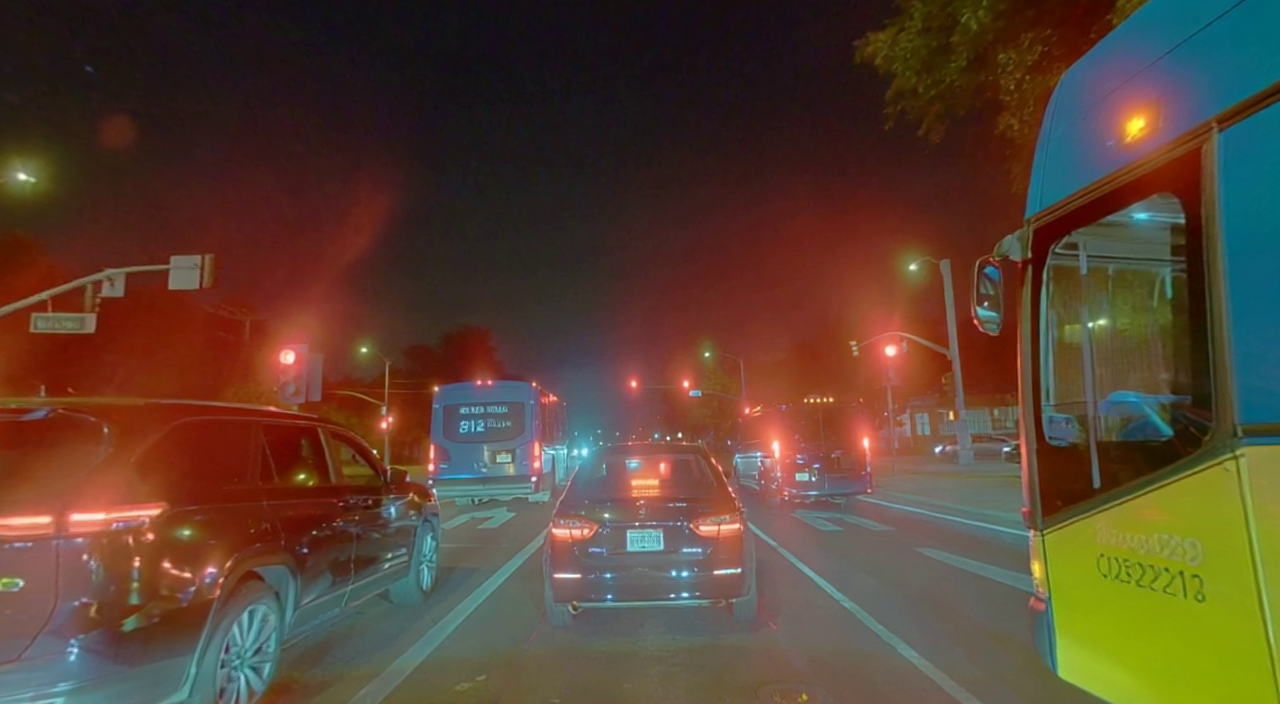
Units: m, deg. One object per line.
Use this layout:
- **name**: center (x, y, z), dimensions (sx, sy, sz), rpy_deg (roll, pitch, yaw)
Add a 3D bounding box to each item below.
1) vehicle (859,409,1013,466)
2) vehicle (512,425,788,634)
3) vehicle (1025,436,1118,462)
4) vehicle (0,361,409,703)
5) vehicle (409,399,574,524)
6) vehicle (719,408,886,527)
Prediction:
- **vehicle**: center (17.604, 5.132, 37.918), dimensions (7.839, 3.213, 2.628), rpy_deg (0, -8, -3)
- **vehicle**: center (0.067, 1.549, 6.421), dimensions (1.976, 1.485, 3.624), rpy_deg (0, -8, 0)
- **vehicle**: center (25.897, 5.822, 37.983), dimensions (4.229, 1.489, 1.794), rpy_deg (0, -8, -1)
- **vehicle**: center (-3.405, 1.178, 4.633), dimensions (1.921, 1.701, 3.989), rpy_deg (0, -8, -1)
- **vehicle**: center (-2.926, 2.352, 13.970), dimensions (2.335, 2.221, 5.165), rpy_deg (0, -8, 1)
- **vehicle**: center (3.148, 2.401, 13.665), dimensions (2.143, 2.036, 5.367), rpy_deg (0, -8, 0)
